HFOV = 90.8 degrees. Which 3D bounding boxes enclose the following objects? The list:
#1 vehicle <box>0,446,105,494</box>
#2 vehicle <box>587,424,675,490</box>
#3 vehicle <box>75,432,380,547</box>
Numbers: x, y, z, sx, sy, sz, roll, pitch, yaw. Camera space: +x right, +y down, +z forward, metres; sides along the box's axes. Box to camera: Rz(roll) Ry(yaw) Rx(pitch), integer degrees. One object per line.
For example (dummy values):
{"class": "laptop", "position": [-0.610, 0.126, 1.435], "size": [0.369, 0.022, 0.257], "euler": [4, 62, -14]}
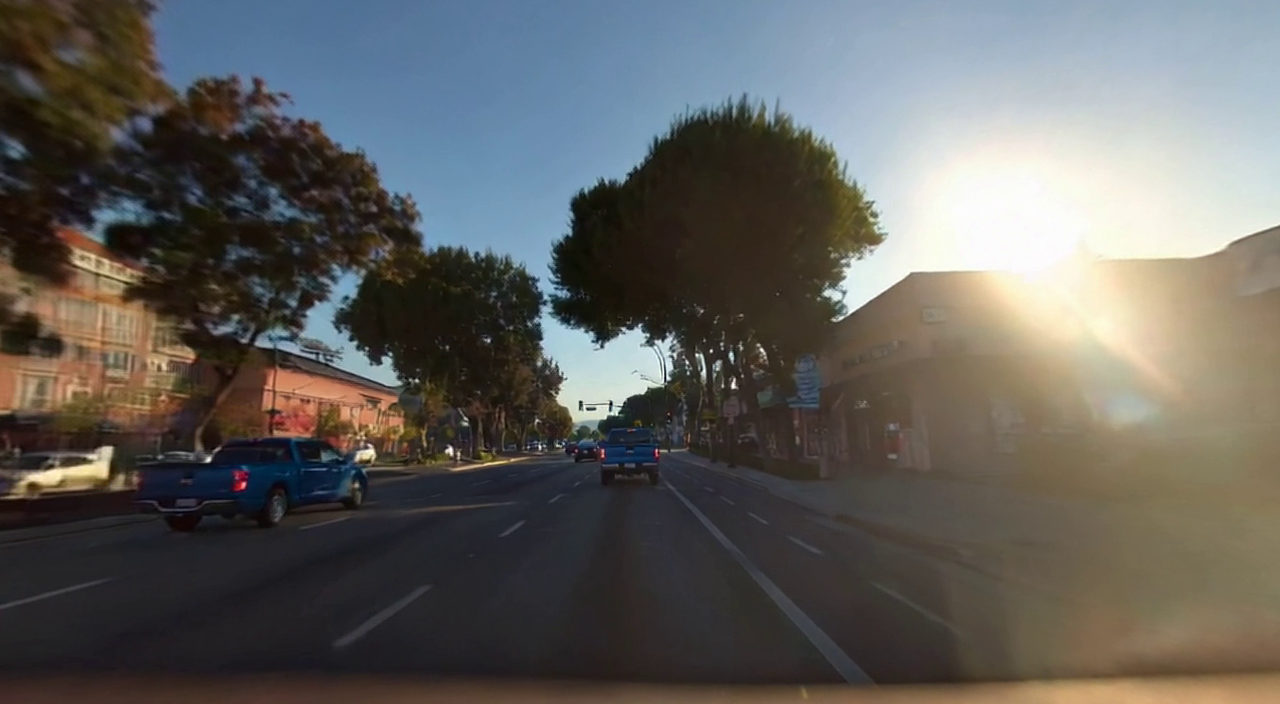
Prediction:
{"class": "vehicle", "position": [-22.016, 4.172, 22.717], "size": [1.776, 1.538, 4.283], "euler": [0, -8, 0]}
{"class": "vehicle", "position": [-0.306, 3.519, 21.613], "size": [2.590, 1.932, 5.776], "euler": [0, -8, -1]}
{"class": "vehicle", "position": [-6.161, 2.064, 10.305], "size": [1.888, 1.424, 4.553], "euler": [0, -8, 1]}
